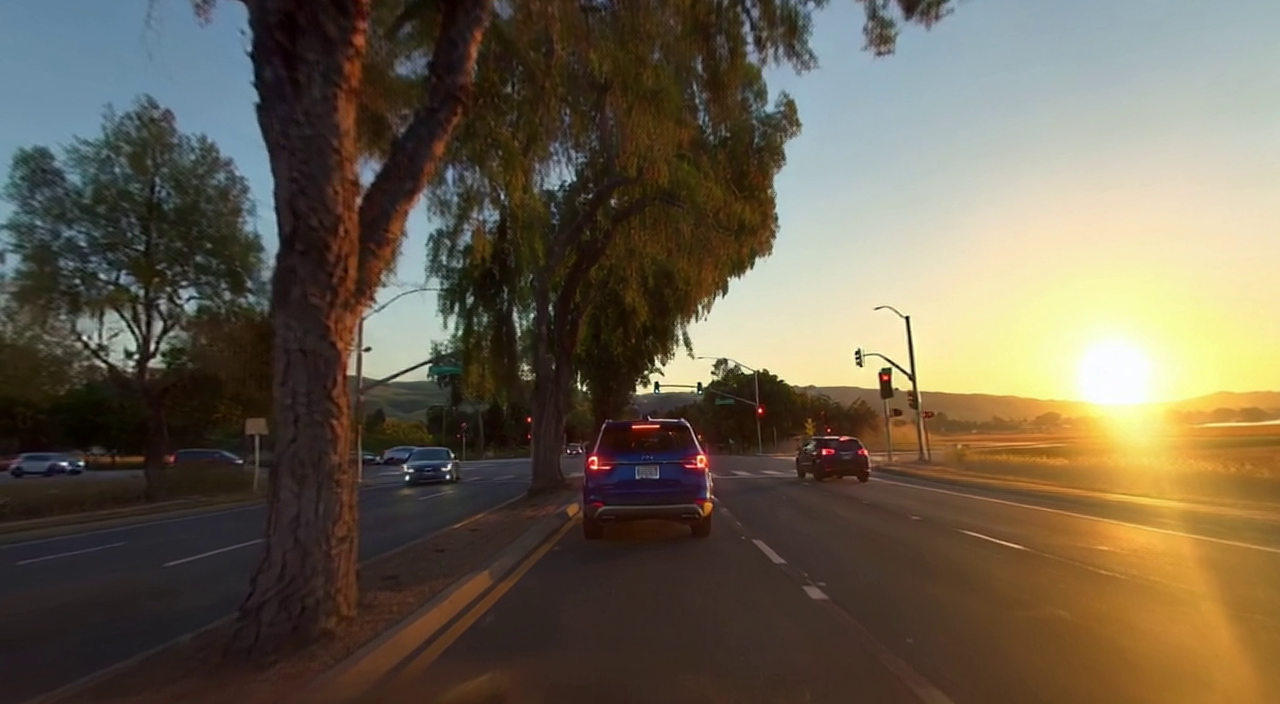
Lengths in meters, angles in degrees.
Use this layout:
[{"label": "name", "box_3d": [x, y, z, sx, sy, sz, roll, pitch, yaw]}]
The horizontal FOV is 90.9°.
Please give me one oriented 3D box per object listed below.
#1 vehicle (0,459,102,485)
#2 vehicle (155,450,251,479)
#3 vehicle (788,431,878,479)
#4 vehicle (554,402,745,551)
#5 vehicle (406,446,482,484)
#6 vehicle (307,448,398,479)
[{"label": "vehicle", "box_3d": [-36.456, 7.354, 38.885, 4.559, 1.458, 2.265, -1, -8, 2]}, {"label": "vehicle", "box_3d": [-27.386, 7.048, 39.586, 4.608, 1.680, 2.026, -1, -8, 4]}, {"label": "vehicle", "box_3d": [7.198, 3.892, 24.067, 2.012, 1.636, 4.352, 0, -8, 0]}, {"label": "vehicle", "box_3d": [0.109, 1.807, 9.756, 2.298, 1.770, 4.138, 0, -8, 0]}, {"label": "vehicle", "box_3d": [-8.708, 4.899, 27.769, 2.425, 1.480, 4.707, 4, -9, -26]}, {"label": "vehicle", "box_3d": [-16.498, 6.371, 36.233, 4.510, 1.606, 2.192, -4, -9, 22]}]
